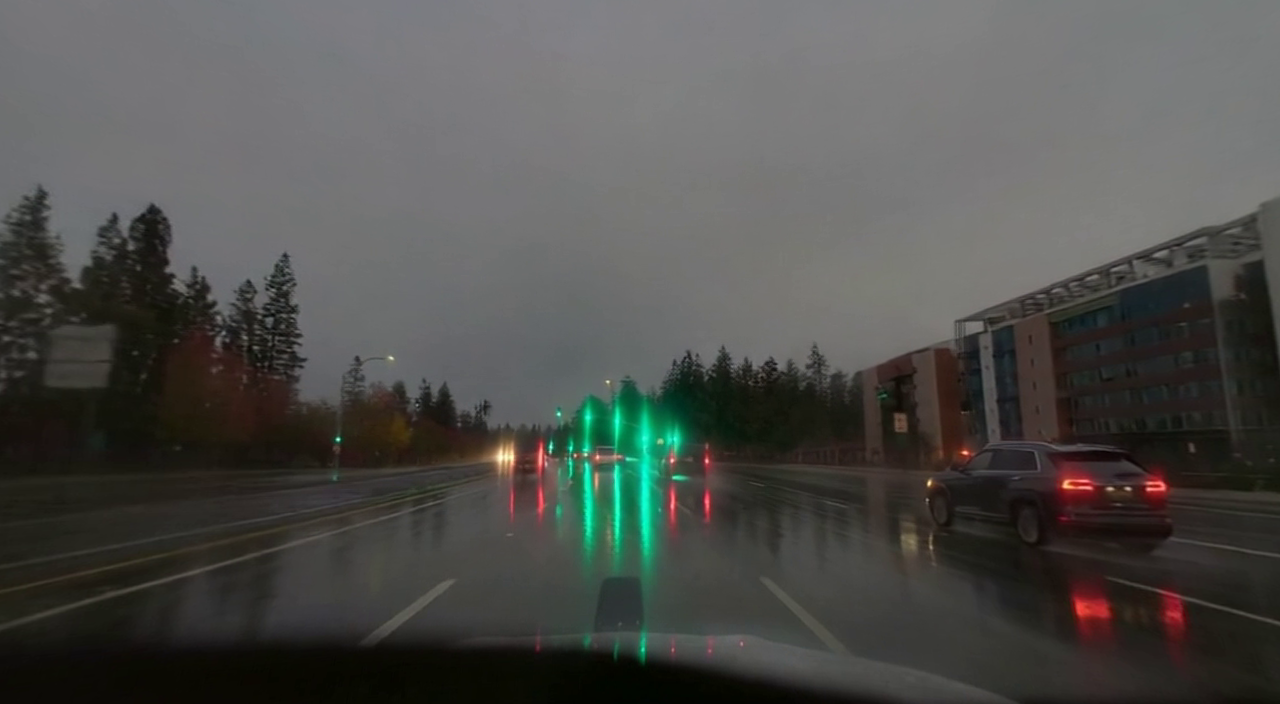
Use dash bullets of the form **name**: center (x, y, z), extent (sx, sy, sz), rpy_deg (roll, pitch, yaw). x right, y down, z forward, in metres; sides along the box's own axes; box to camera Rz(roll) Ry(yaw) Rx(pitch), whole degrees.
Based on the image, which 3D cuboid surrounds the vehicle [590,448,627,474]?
- **vehicle**: center (-1.999, 6.689, 38.933), extent (2.155, 1.486, 4.403), rpy_deg (1, -8, -5)

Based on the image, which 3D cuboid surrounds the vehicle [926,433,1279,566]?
- **vehicle**: center (6.097, 1.897, 8.959), extent (1.945, 1.408, 4.288), rpy_deg (0, -8, -2)

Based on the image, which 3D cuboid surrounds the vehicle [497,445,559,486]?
- **vehicle**: center (-4.939, 5.032, 28.416), extent (2.172, 1.671, 4.175), rpy_deg (0, -8, -2)

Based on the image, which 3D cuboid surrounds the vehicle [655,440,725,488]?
- **vehicle**: center (1.868, 4.384, 25.156), extent (2.161, 1.716, 4.194), rpy_deg (1, -8, -4)
